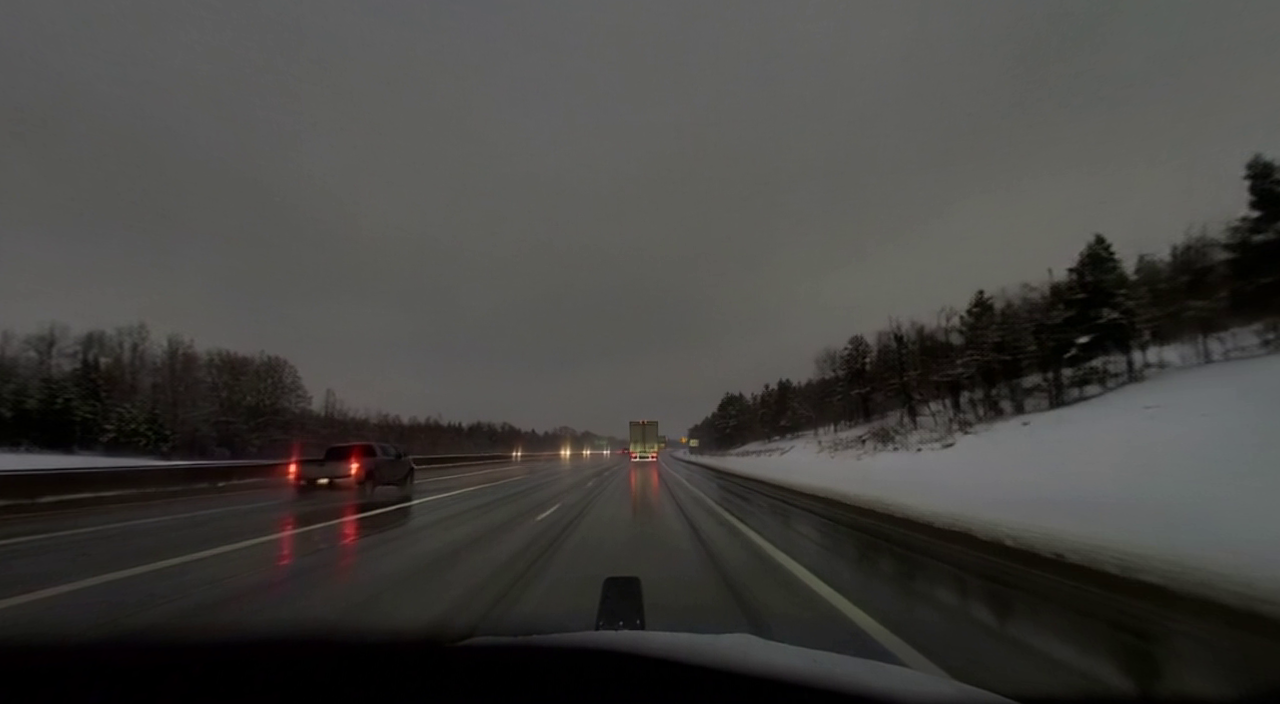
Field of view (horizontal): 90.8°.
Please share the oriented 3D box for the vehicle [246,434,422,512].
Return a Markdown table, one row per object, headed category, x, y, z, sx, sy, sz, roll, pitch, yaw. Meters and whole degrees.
| category | x | y | z | sx | sy | sz | roll | pitch | yaw |
| --- | --- | --- | --- | --- | --- | --- | --- | --- | --- |
| vehicle | -7.576 | 3.039 | 16.306 | 2.067 | 1.676 | 4.789 | 0 | -9 | 1 |
